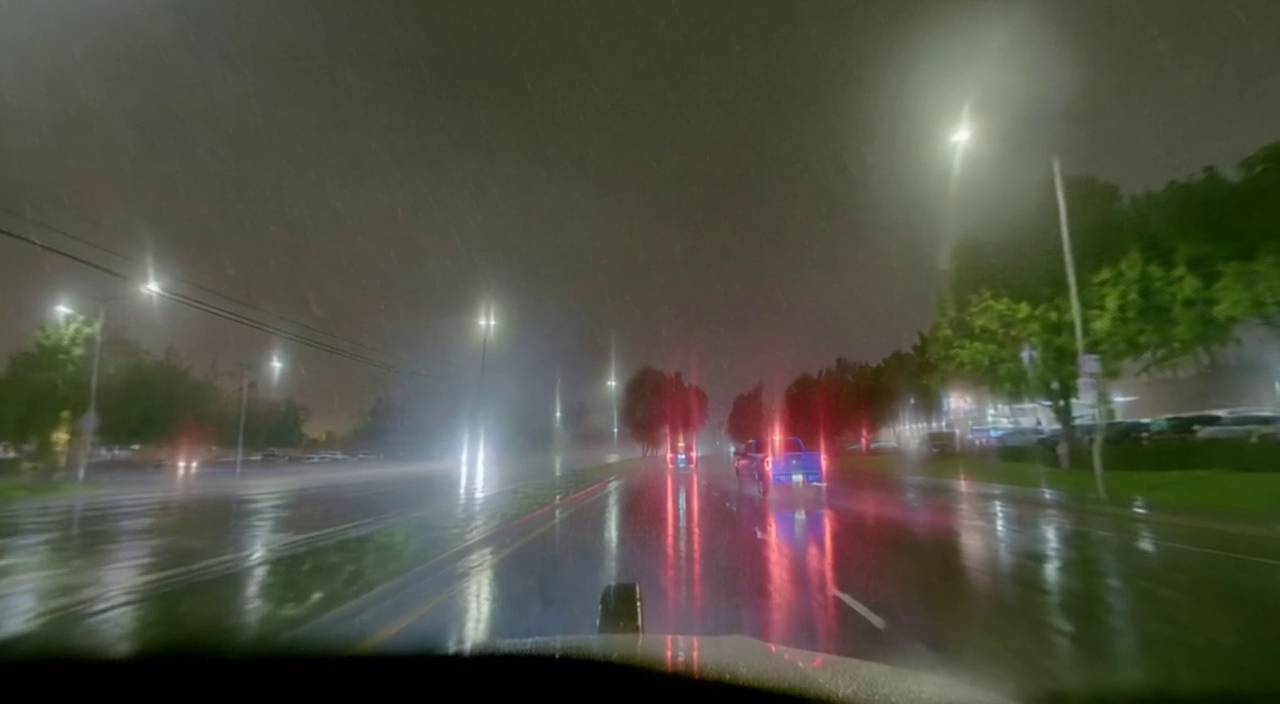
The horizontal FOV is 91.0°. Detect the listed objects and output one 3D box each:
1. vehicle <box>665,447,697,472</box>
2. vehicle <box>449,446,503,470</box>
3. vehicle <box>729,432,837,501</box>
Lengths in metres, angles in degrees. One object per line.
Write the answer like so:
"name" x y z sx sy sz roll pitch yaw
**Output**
"vehicle" 2.708 7.025 41.221 1.968 1.521 4.262 0 -9 5
"vehicle" -11.228 7.298 43.514 2.008 1.553 4.642 -1 -9 6
"vehicle" 4.451 3.683 20.690 2.367 1.919 5.651 0 -9 2
